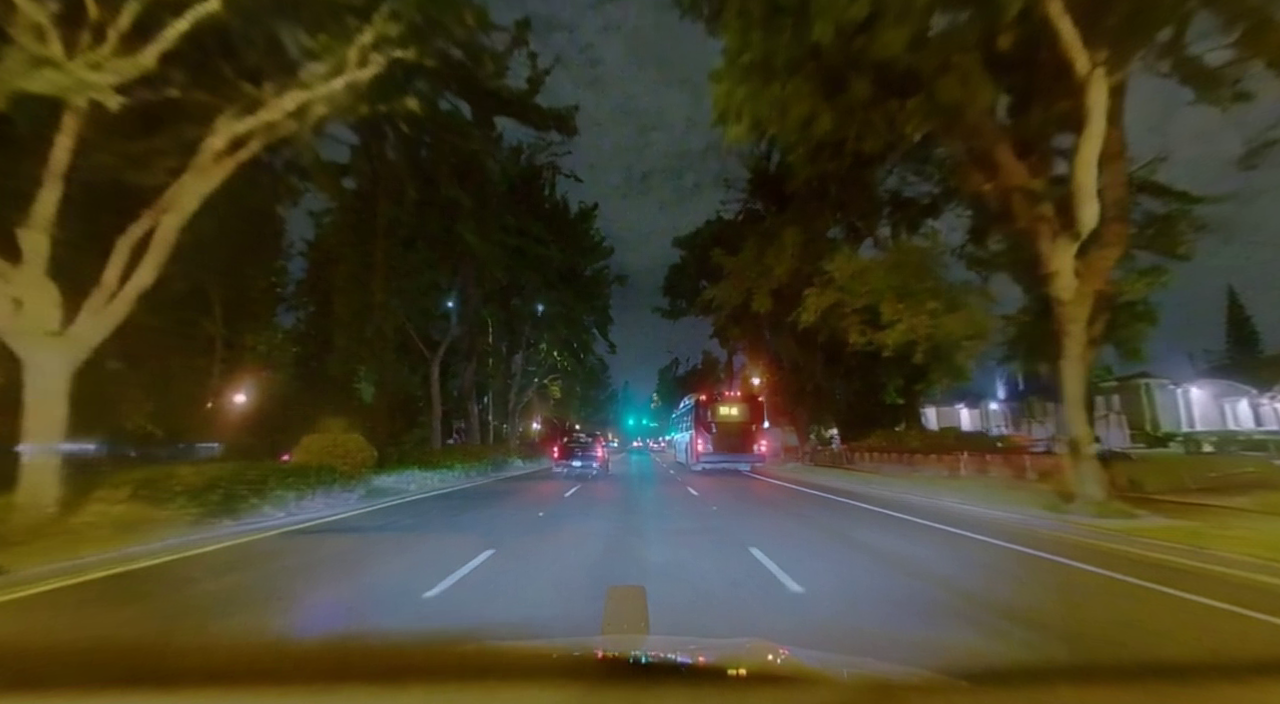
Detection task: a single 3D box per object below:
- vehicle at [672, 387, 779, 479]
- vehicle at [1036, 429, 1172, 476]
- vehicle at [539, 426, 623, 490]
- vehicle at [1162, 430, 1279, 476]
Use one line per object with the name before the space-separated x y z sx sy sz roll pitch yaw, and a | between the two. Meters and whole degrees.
vehicle | 3.359 3.821 28.819 3.059 3.264 12.623 0 -8 0
vehicle | 16.609 3.660 22.885 1.797 1.455 4.342 -2 -9 3
vehicle | -1.802 3.491 21.095 2.074 1.849 5.137 0 -8 3
vehicle | 21.925 3.644 22.970 1.905 1.481 4.731 -1 -9 4
